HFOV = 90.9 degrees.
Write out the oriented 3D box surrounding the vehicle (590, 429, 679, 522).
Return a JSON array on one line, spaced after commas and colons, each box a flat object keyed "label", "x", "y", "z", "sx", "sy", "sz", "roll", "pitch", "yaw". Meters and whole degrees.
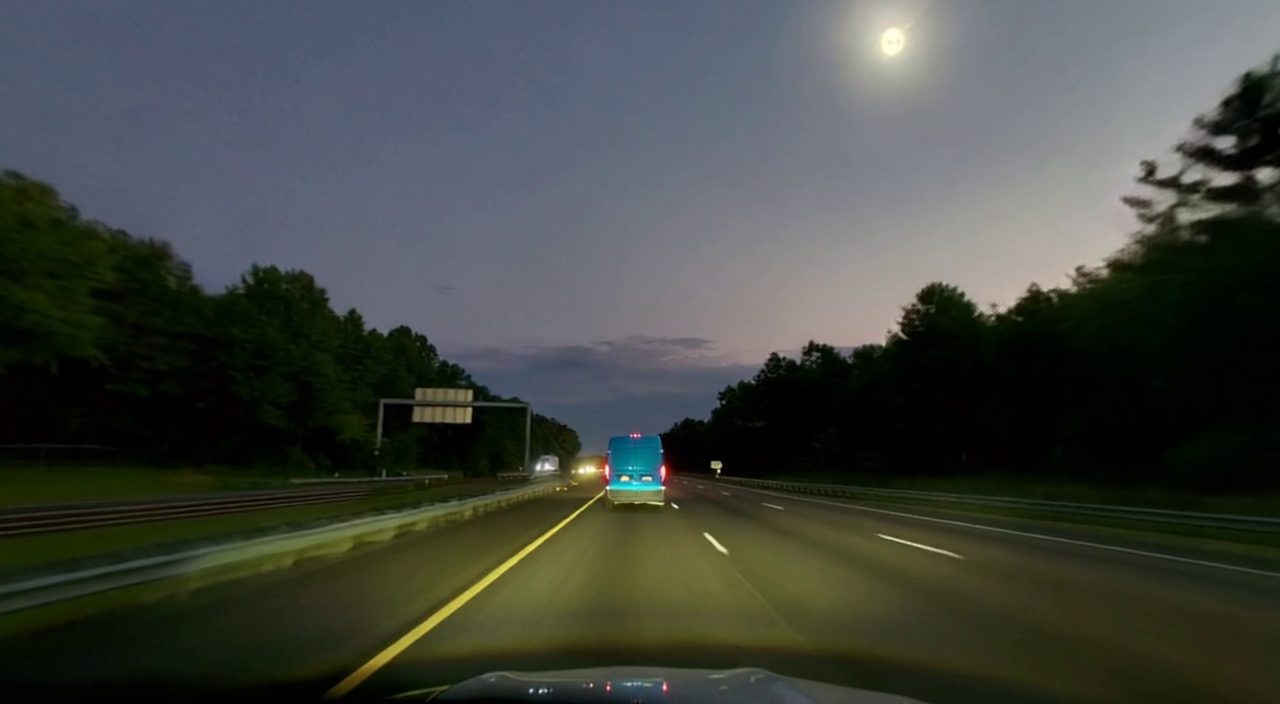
[{"label": "vehicle", "x": -0.299, "y": 3.877, "z": 20.066, "sx": 2.375, "sy": 2.432, "sz": 6.161, "roll": 1, "pitch": -10, "yaw": -3}]
